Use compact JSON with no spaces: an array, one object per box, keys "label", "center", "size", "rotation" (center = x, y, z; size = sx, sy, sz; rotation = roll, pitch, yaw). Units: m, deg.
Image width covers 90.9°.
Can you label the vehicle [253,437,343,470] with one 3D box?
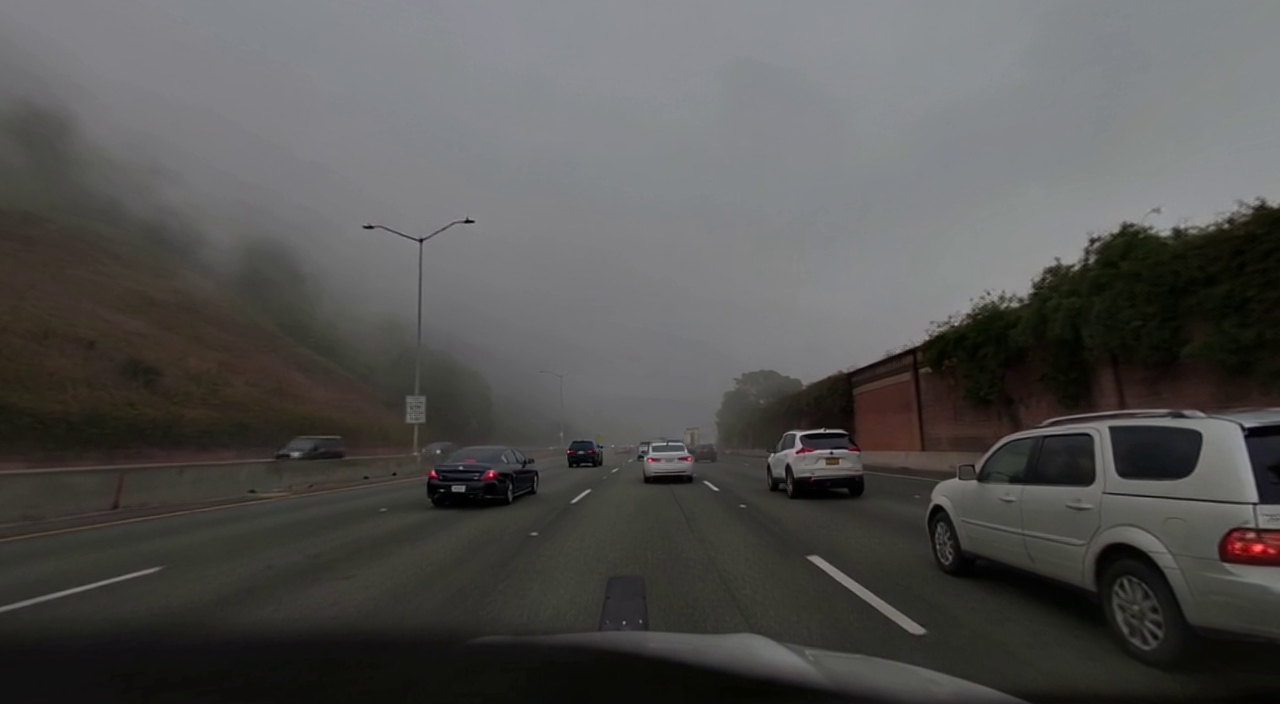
[{"label":"vehicle","center":[-21.898,6.511,40.760],"size":[2.448,1.955,6.132],"rotation":[0,-8,-1]}]

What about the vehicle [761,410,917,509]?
[{"label":"vehicle","center":[4.254,2.380,14.399],"size":[1.970,1.872,4.575],"rotation":[0,-8,-1]}]

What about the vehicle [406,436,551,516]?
[{"label":"vehicle","center":[-3.285,2.602,13.819],"size":[1.961,1.456,4.362],"rotation":[0,-8,1]}]

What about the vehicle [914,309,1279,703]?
[{"label":"vehicle","center":[3.753,0.941,4.142],"size":[1.930,1.831,4.344],"rotation":[0,-8,0]}]

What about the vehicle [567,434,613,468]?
[{"label":"vehicle","center":[-2.822,5.732,36.672],"size":[2.154,1.793,4.736],"rotation":[0,-8,2]}]

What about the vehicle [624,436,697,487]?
[{"label":"vehicle","center":[0.582,3.494,20.455],"size":[2.105,1.471,3.978],"rotation":[0,-8,0]}]

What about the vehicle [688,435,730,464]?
[{"label":"vehicle","center":[3.764,5.395,35.041],"size":[1.855,1.513,3.915],"rotation":[0,-8,0]}]
